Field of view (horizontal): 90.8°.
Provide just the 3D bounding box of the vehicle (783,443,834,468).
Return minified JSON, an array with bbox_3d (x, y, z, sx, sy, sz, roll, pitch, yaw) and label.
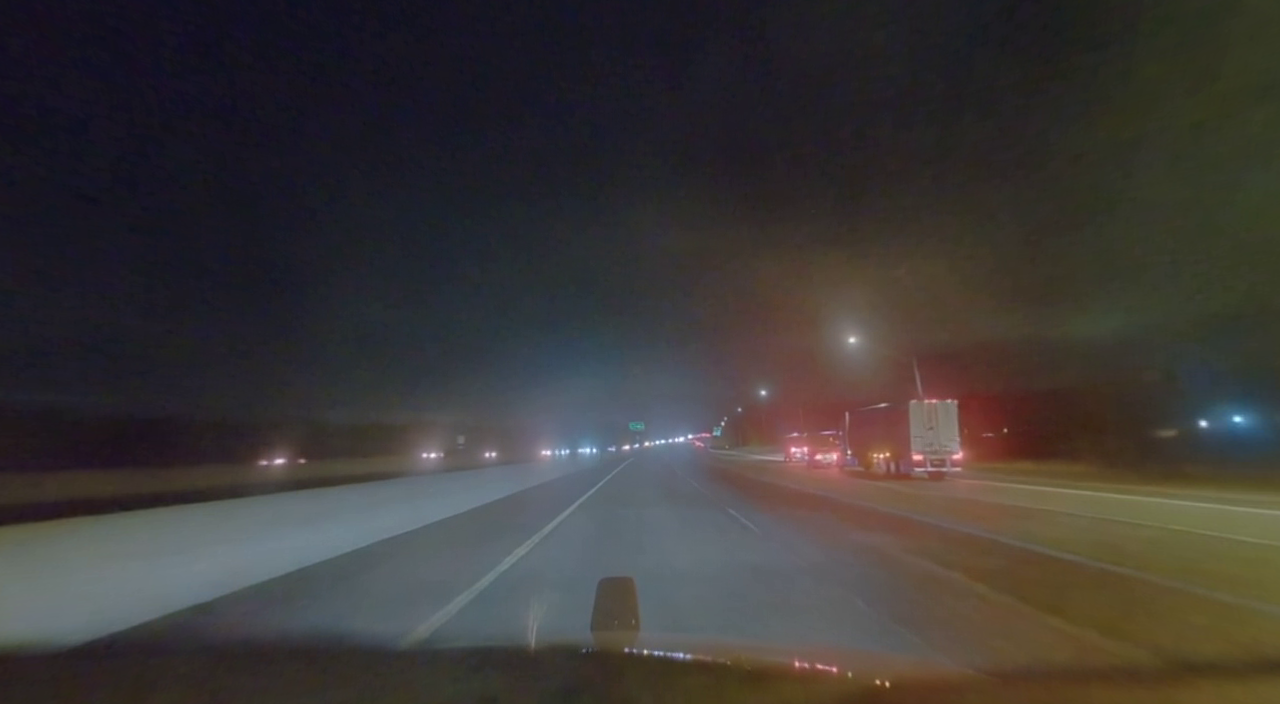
[{"bbox_3d":[11.259,6.937,42.528,2.229,1.599,4.253,0,-8,0],"label":"vehicle"}]
